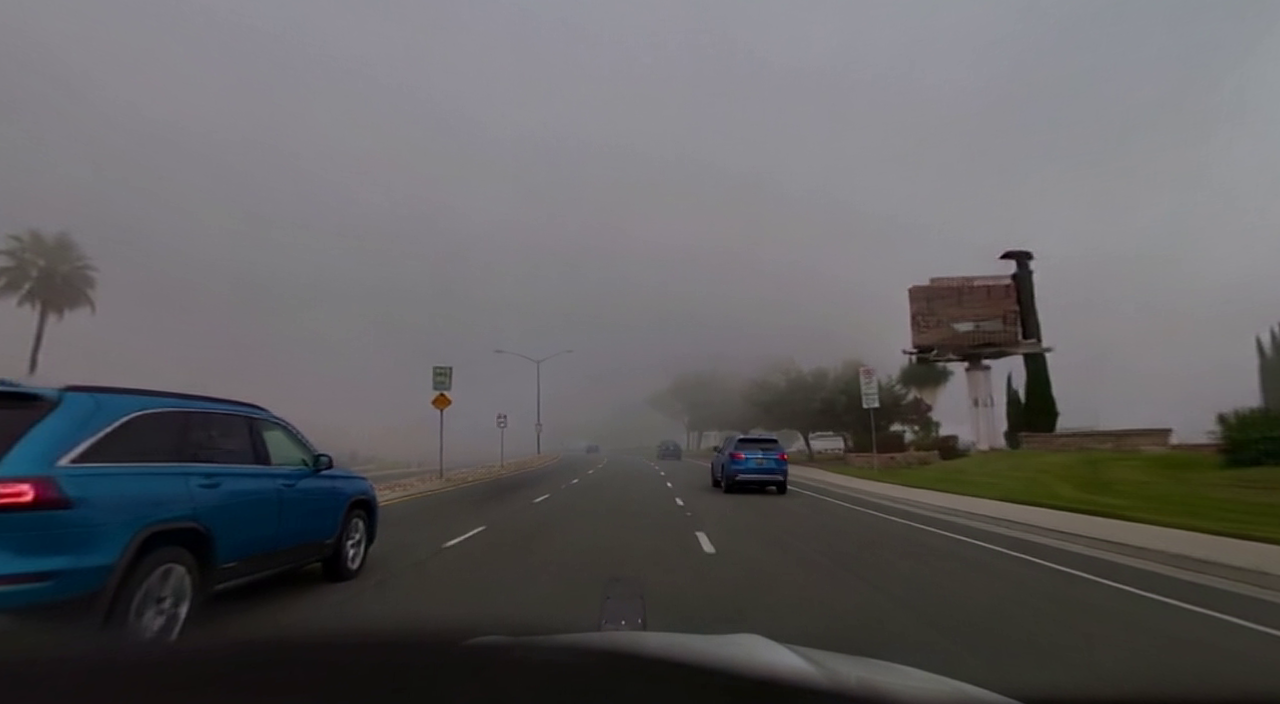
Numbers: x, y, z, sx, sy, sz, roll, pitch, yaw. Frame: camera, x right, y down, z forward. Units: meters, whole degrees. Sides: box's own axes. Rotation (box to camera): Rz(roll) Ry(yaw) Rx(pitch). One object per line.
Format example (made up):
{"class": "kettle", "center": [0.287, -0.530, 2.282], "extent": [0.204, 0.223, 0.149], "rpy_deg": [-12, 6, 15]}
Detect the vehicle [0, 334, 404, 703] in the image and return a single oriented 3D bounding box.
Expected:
{"class": "vehicle", "center": [-3.899, 1.141, 4.943], "extent": [2.150, 1.768, 4.868], "rpy_deg": [0, -9, 0]}

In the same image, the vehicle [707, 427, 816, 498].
{"class": "vehicle", "center": [3.373, 3.189, 18.551], "extent": [2.195, 1.804, 4.658], "rpy_deg": [0, -9, -1]}
